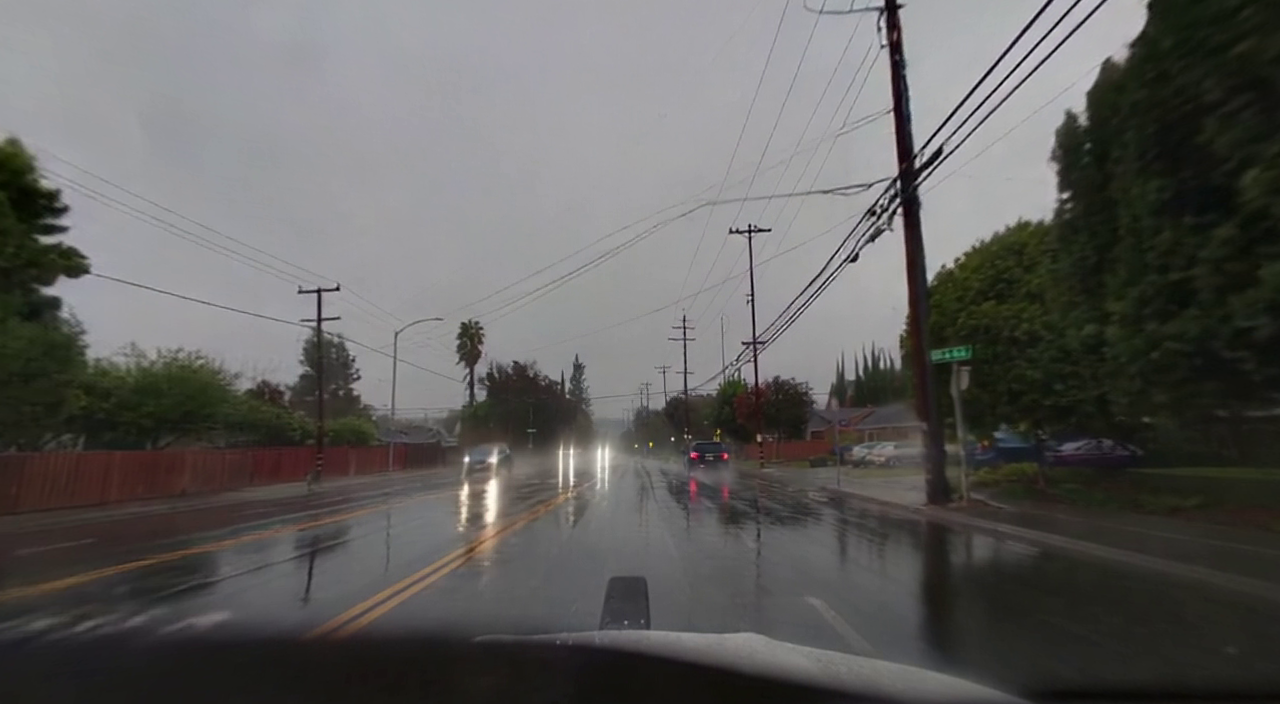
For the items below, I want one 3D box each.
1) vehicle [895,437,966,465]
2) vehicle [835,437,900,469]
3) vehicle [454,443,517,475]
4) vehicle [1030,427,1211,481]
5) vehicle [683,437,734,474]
[{"bbox_3d":[16.105,5.514,35.221,1.747,1.405,4.372,0,-9,-2],"label":"vehicle"},{"bbox_3d":[12.404,5.542,34.683,1.970,1.561,4.725,-1,-9,3],"label":"vehicle"},{"bbox_3d":[-8.463,5.895,34.978,2.179,1.613,4.516,-1,-9,3],"label":"vehicle"},{"bbox_3d":[15.321,3.266,20.295,4.135,1.558,1.929,-2,-8,2],"label":"vehicle"},{"bbox_3d":[3.670,5.675,34.757,2.144,1.843,4.827,0,-9,-2],"label":"vehicle"}]
